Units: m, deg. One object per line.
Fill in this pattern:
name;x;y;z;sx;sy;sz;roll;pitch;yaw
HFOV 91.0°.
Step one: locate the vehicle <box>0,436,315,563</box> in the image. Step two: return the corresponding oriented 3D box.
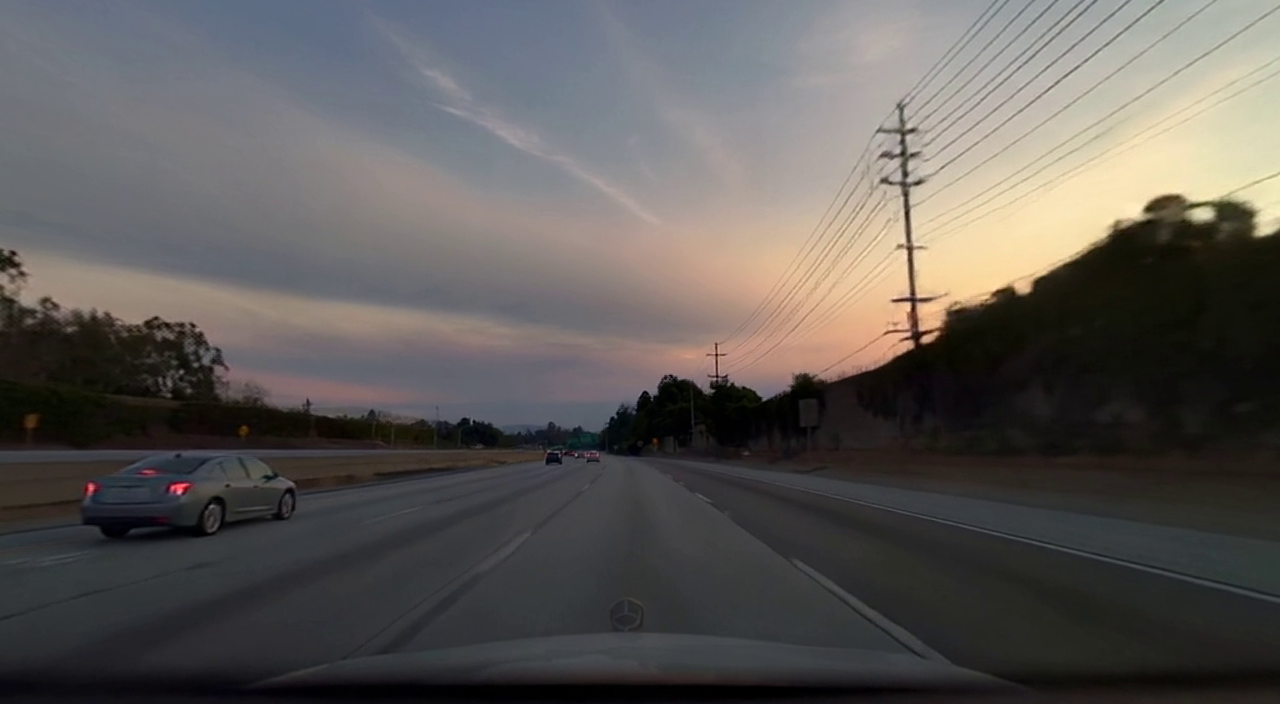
vehicle;-7.238;2.125;9.853;1.999;1.527;4.238;0;-9;0
